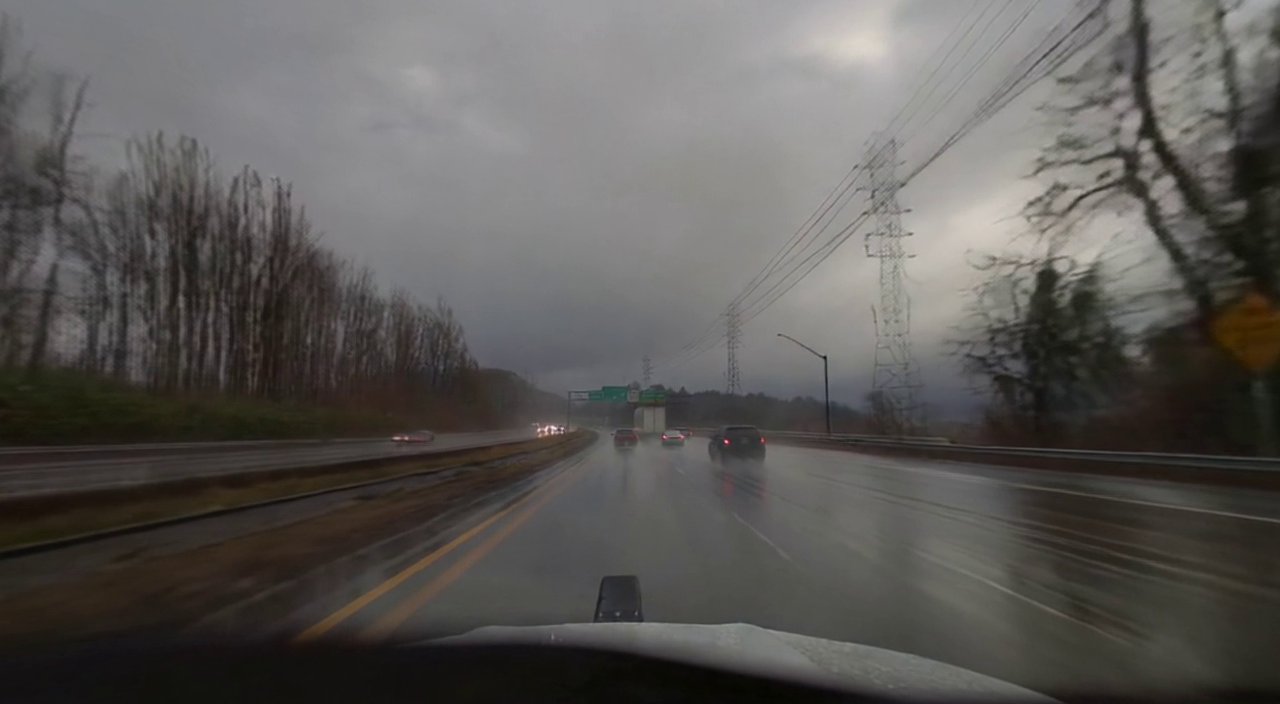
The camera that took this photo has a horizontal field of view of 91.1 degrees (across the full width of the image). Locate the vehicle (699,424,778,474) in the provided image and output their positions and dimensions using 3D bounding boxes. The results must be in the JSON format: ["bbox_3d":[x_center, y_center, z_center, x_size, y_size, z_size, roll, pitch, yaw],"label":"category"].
[{"bbox_3d":[3.382,3.417,22.398,2.062,1.581,3.914,0,-8,-1],"label":"vehicle"}]

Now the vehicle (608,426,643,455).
[{"bbox_3d":[-0.882,5.389,38.329,2.019,1.642,3.790,0,-8,-1],"label":"vehicle"}]
